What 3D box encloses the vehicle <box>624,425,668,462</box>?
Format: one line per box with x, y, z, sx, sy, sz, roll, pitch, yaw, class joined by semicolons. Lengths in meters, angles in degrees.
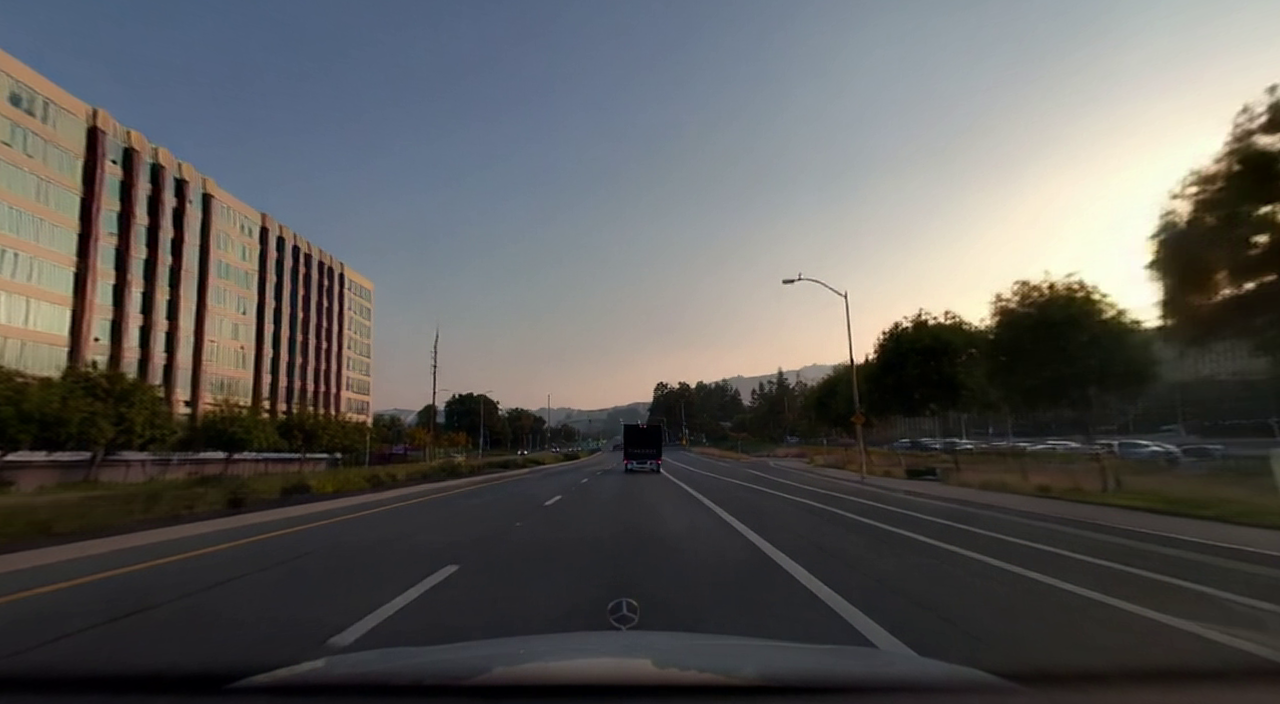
0.229;4.923;33.993;2.178;1.829;4.932;0;-9;-2;vehicle
